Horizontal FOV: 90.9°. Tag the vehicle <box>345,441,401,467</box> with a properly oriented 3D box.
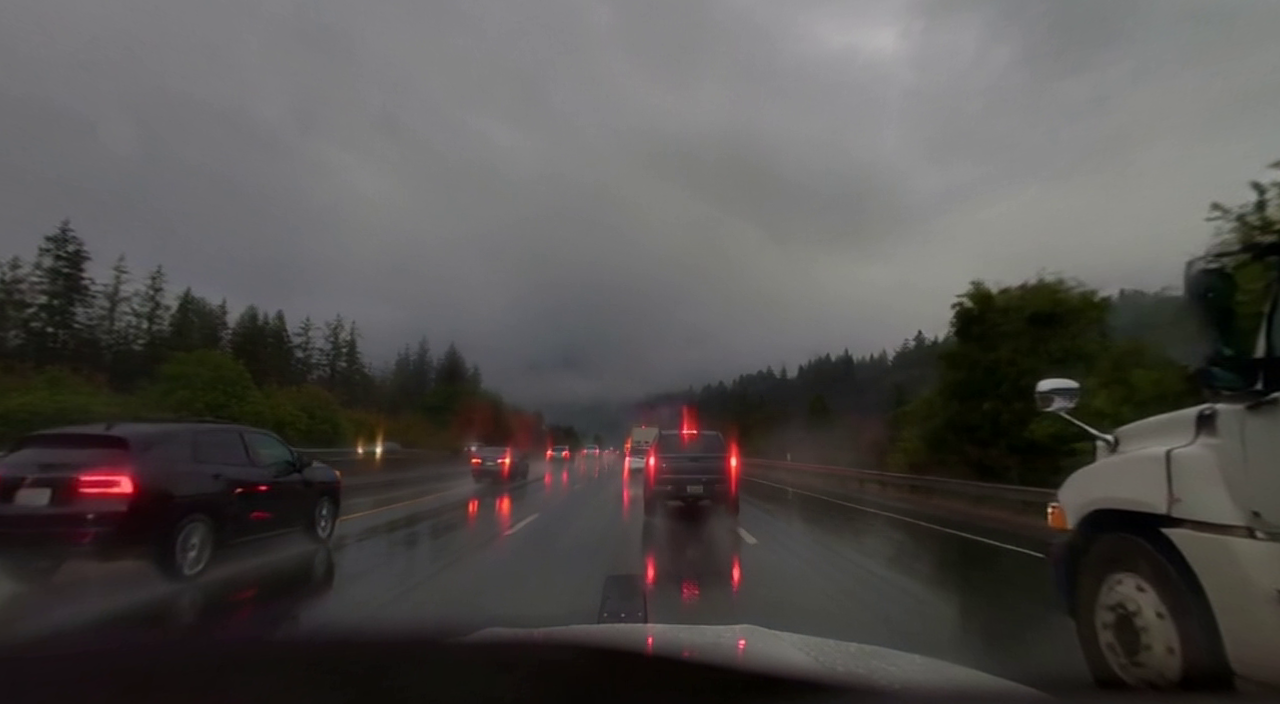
[{"bbox_3d":[-15.766,6.036,37.373,1.779,1.439,3.457,0,-9,1],"label":"vehicle"}]

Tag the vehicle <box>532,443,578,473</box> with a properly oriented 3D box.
[{"bbox_3d":[-4.621,5.840,34.931,1.855,1.527,4.209,0,-9,2],"label":"vehicle"}]

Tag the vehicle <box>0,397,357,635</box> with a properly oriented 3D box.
[{"bbox_3d":[-4.944,1.464,6.573,1.934,1.642,4.201,0,-9,1],"label":"vehicle"}]

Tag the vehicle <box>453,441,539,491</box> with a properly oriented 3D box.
[{"bbox_3d":[-4.638,3.721,20.873,1.867,1.489,3.829,0,-9,1],"label":"vehicle"}]

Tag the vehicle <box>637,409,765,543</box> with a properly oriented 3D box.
[{"bbox_3d":[0.873,2.093,11.162,1.825,1.920,3.960,0,-9,0],"label":"vehicle"}]
